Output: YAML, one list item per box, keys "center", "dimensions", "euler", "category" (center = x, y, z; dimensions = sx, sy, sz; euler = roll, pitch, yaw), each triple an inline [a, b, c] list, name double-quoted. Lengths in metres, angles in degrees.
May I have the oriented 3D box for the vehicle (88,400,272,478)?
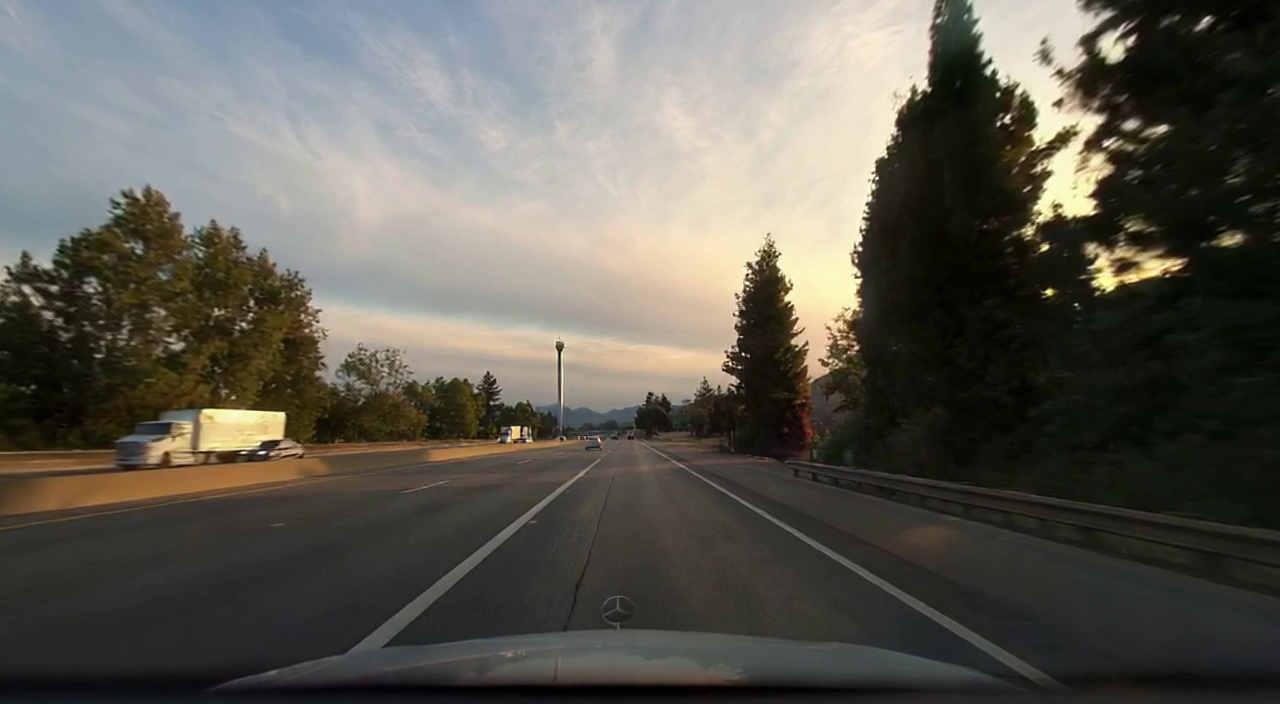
- center: [-24.518, 4.732, 34.481]
  dimensions: [2.981, 3.662, 9.401]
  euler: [0, -8, 0]
  category: "vehicle"

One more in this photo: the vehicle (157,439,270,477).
- center: [-19.997, 4.938, 29.767]
  dimensions: [1.960, 1.603, 4.842]
  euler: [0, -8, 0]
  category: "vehicle"
